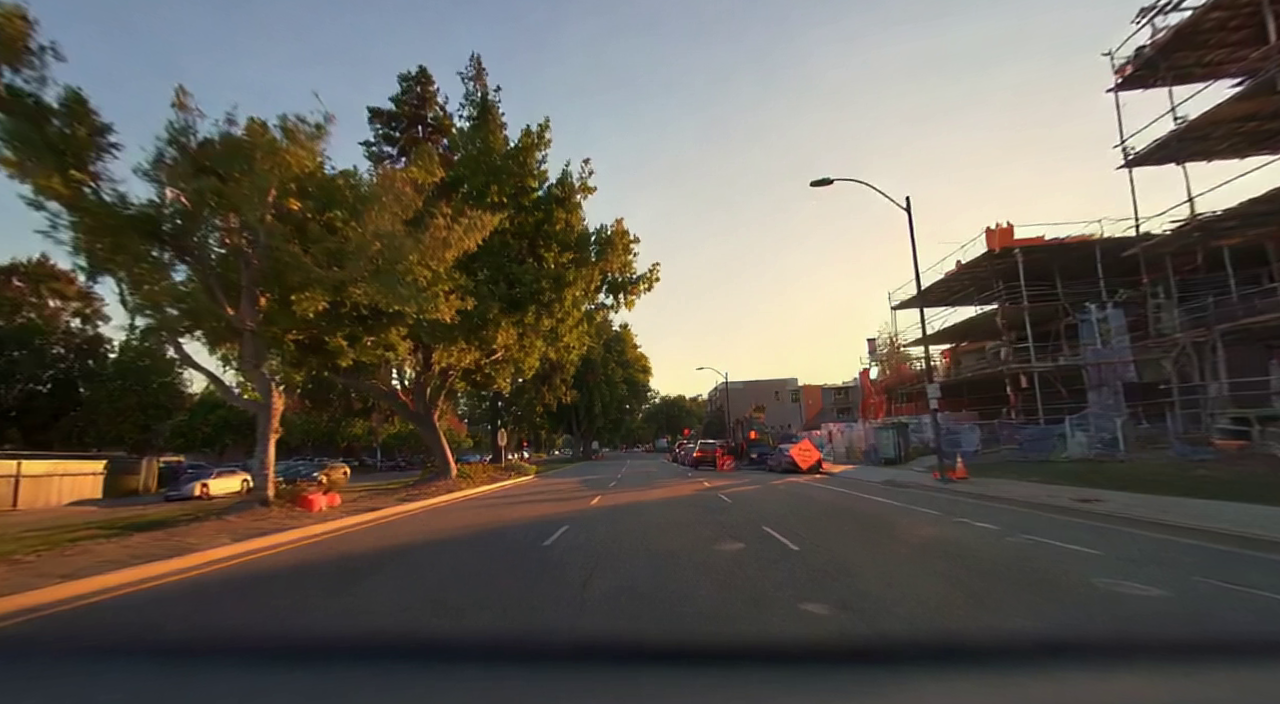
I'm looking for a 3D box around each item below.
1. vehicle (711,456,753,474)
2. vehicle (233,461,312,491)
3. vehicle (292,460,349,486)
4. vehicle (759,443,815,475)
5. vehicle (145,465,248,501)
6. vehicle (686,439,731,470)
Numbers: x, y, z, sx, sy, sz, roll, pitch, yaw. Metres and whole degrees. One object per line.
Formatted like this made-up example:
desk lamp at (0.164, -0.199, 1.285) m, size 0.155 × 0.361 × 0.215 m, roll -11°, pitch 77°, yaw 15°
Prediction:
vehicle at (4.941, 6.076, 34.005) m, size 1.973 × 0.903 × 2.151 m, roll -1°, pitch -9°, yaw 2°
vehicle at (-21.623, 7.301, 37.328) m, size 1.900 × 1.490 × 4.775 m, roll 0°, pitch -9°, yaw -1°
vehicle at (-21.891, 8.268, 43.418) m, size 1.832 × 1.583 × 4.083 m, roll 0°, pitch -9°, yaw -1°
vehicle at (7.455, 5.458, 32.371) m, size 1.933 × 1.483 × 4.330 m, roll 0°, pitch -9°, yaw 1°
vehicle at (-21.669, 6.391, 31.045) m, size 1.847 × 1.445 × 4.441 m, roll 0°, pitch -9°, yaw 0°
vehicle at (4.216, 6.435, 39.753) m, size 2.050 × 1.832 × 4.794 m, roll 0°, pitch -9°, yaw -3°
